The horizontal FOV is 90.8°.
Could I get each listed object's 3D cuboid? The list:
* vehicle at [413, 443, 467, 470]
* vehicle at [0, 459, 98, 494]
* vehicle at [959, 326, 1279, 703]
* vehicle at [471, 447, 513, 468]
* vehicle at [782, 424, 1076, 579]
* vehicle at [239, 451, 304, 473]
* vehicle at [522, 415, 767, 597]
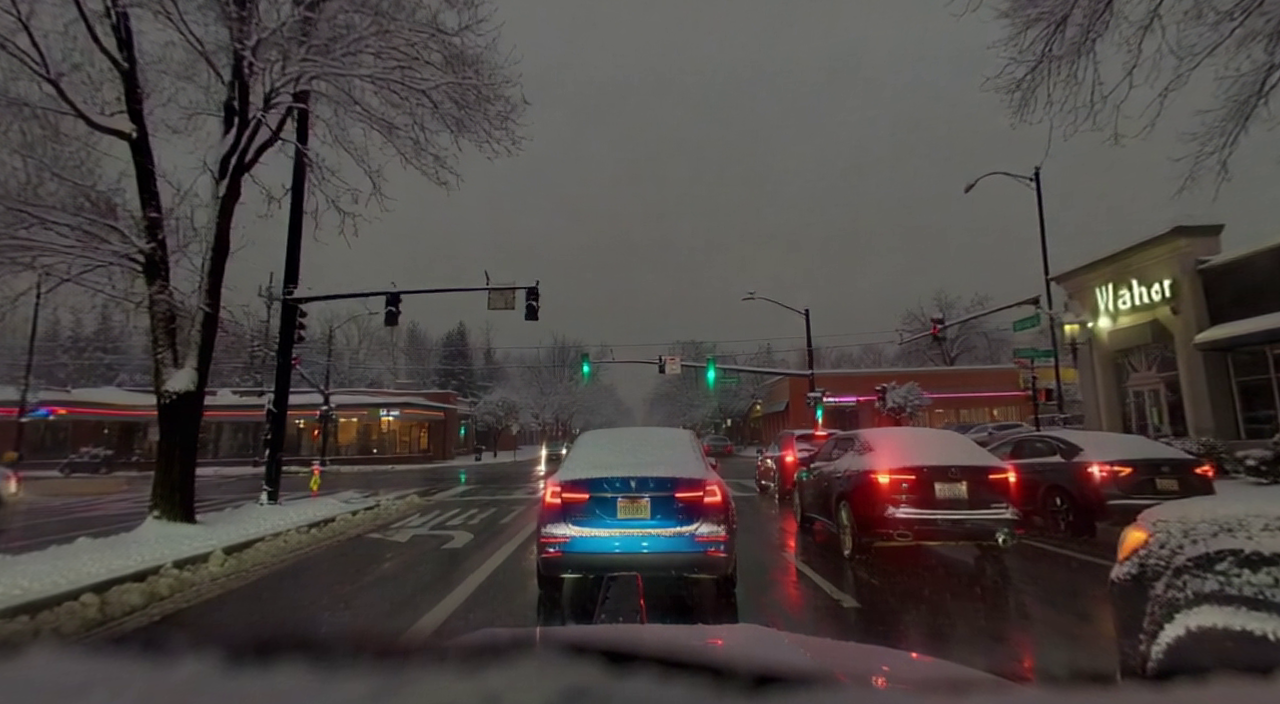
[{"bbox_3d":[-15.084,7.895,48.034,2.395,1.903,4.860,-1,-9,1],"label":"vehicle"},{"bbox_3d":[-27.256,5.499,28.070,4.285,1.427,1.883,3,-9,-22],"label":"vehicle"},{"bbox_3d":[2.980,0.705,1.574,2.075,1.661,4.401,0,-9,1],"label":"vehicle"},{"bbox_3d":[-11.260,8.003,48.242,2.099,1.478,4.411,0,-9,0],"label":"vehicle"},{"bbox_3d":[3.321,1.790,8.360,1.865,1.496,4.170,0,-9,-1],"label":"vehicle"},{"bbox_3d":[-28.587,8.530,49.176,4.205,1.541,1.780,4,-10,-28],"label":"vehicle"},{"bbox_3d":[0.013,1.633,7.493,2.154,1.577,3.723,0,-9,-1],"label":"vehicle"}]
